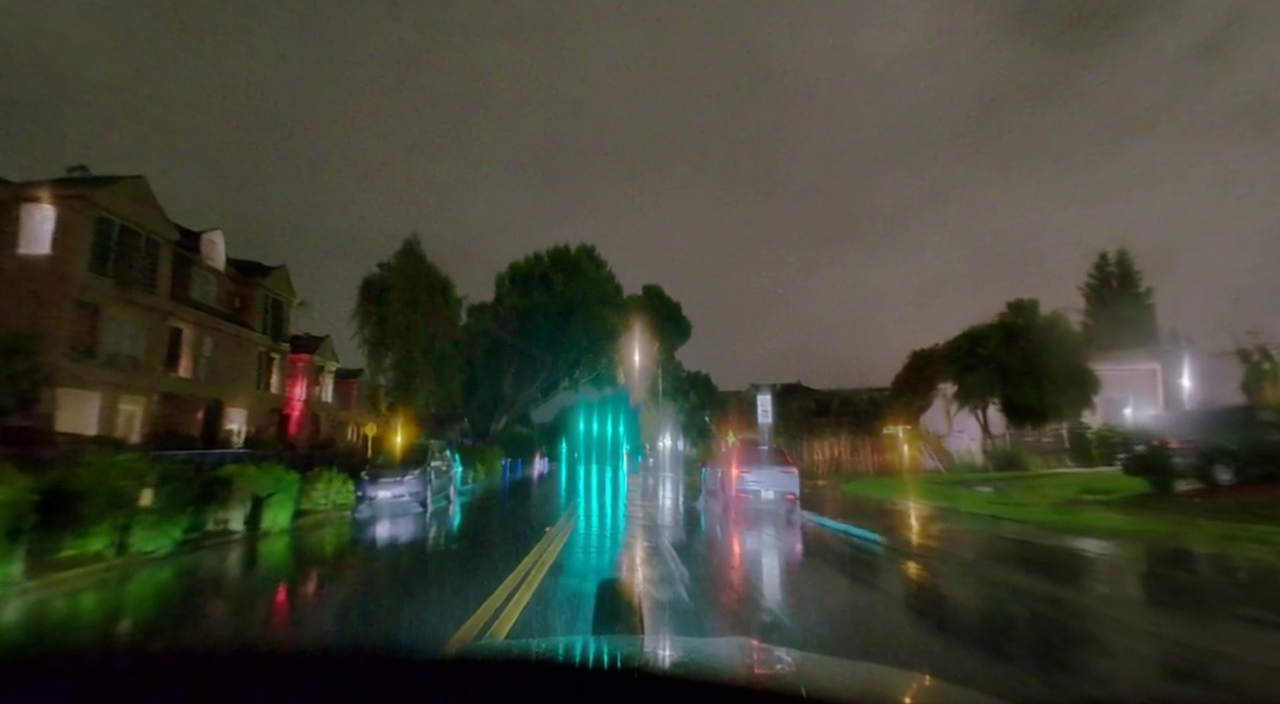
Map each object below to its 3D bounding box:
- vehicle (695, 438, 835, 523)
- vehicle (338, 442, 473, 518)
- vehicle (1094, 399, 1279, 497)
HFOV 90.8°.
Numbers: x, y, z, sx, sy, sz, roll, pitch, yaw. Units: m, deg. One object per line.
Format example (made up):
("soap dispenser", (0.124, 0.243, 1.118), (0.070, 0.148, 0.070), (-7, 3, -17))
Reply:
("vehicle", (2.786, 2.984, 15.247), (2.163, 1.742, 4.239), (1, -9, -6))
("vehicle", (-5.953, 3.238, 16.704), (2.051, 1.575, 4.581), (-2, -7, -3))
("vehicle", (11.257, 1.668, 10.994), (4.973, 1.579, 1.934), (-2, -9, 12))
